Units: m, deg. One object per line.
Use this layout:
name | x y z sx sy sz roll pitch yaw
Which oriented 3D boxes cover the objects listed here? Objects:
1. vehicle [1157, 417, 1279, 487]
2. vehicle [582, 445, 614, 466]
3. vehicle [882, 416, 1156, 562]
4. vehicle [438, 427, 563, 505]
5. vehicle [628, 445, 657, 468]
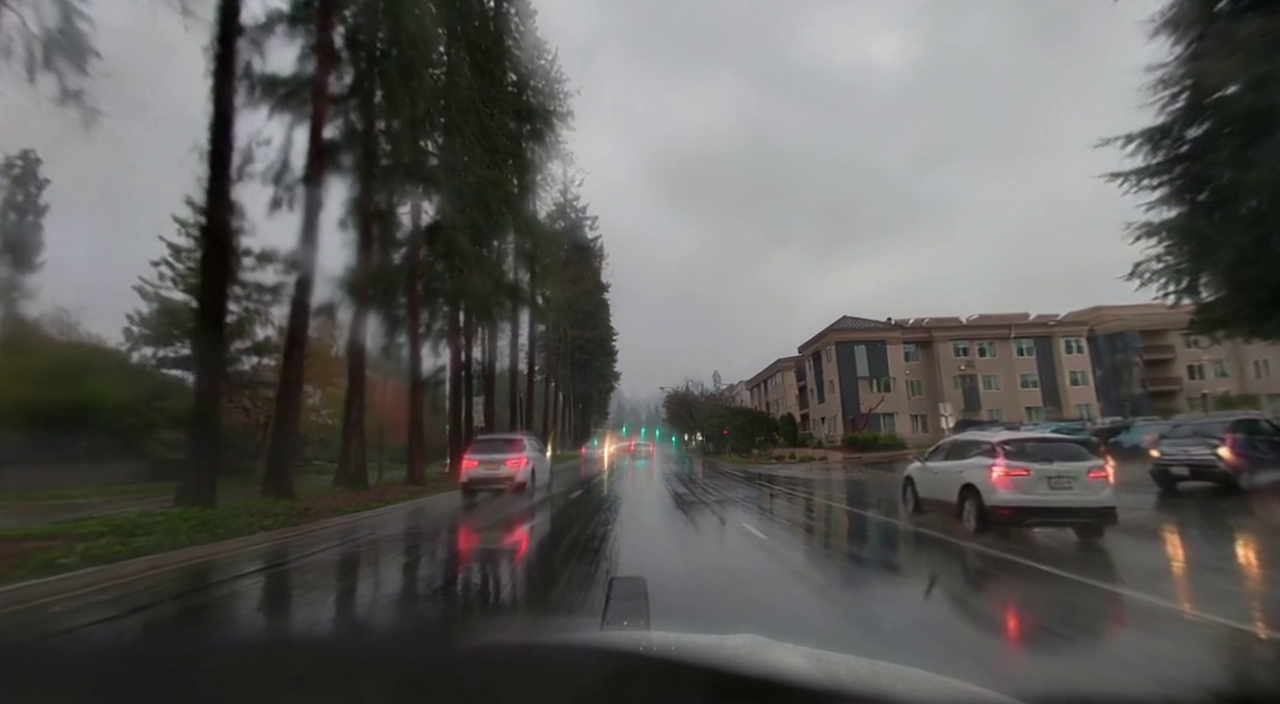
vehicle | 16.088 2.564 16.313 4.735 1.597 1.950 3 -9 -21
vehicle | -3.228 8.124 49.637 2.091 1.548 4.604 0 -8 2
vehicle | 5.071 1.853 9.297 1.969 1.593 4.293 -2 -9 10
vehicle | -3.611 3.057 17.424 2.216 1.828 4.886 0 -8 2
vehicle | 0.230 7.318 44.198 1.940 1.501 4.133 0 -8 1
